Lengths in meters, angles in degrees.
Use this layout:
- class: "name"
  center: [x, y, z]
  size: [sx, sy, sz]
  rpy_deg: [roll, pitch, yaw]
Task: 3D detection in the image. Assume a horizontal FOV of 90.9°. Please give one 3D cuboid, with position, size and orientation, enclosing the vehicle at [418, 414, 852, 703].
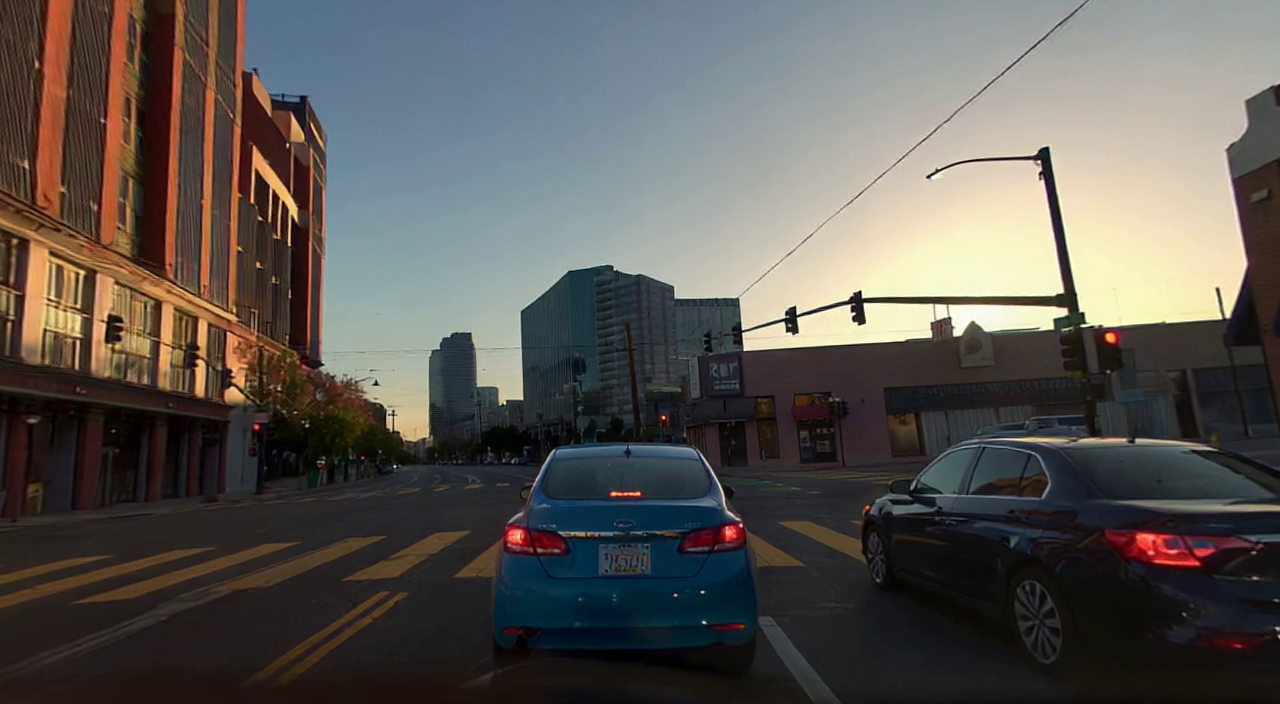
- class: "vehicle"
  center: [-0.059, 1.349, 5.153]
  size: [2.094, 1.481, 4.078]
  rpy_deg: [0, -8, -1]

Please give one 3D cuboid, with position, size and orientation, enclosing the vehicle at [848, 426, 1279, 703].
- class: "vehicle"
  center: [3.348, 1.376, 5.083]
  size: [1.860, 1.430, 4.089]
  rpy_deg: [0, -8, -1]
